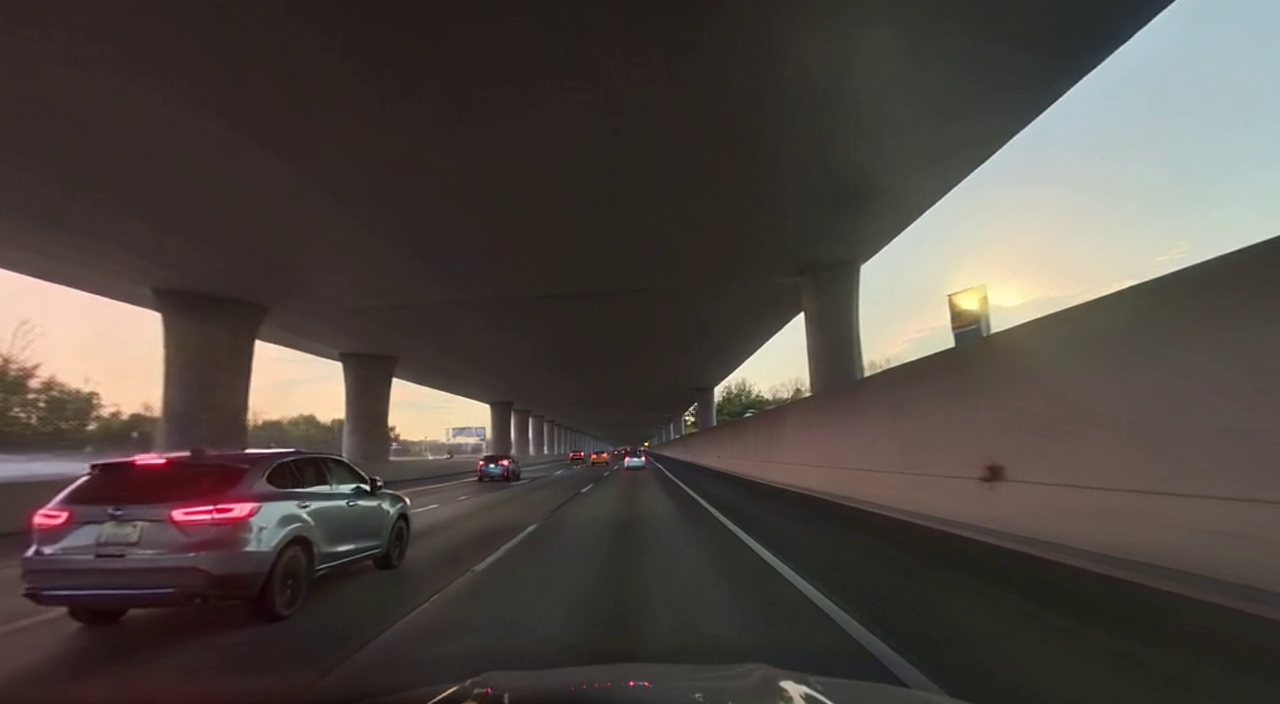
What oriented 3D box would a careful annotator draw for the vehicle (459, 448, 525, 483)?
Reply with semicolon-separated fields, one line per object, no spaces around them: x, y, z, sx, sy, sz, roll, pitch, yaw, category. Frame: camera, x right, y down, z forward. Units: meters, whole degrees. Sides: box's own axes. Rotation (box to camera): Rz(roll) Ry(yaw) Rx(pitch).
-7.159;5.541;31.011;1.998;1.542;4.953;0;-9;1;vehicle

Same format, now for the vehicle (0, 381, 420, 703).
-3.819;1.360;5.550;2.059;1.725;4.521;0;-9;1;vehicle
